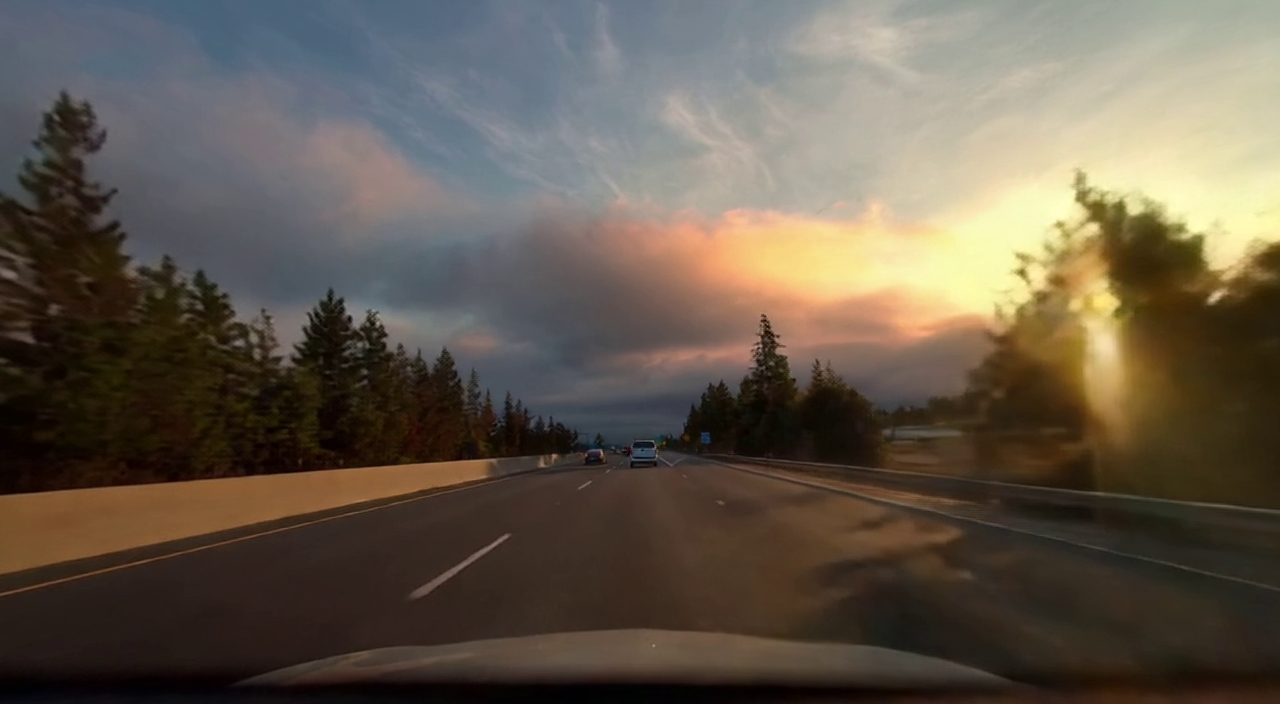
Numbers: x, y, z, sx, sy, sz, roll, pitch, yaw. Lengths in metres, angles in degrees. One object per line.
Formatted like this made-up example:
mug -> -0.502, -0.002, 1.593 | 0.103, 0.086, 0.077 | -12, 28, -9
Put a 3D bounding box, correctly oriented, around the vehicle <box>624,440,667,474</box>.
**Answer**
vehicle -> 0.285, 5.651, 33.985 | 2.172, 1.687, 3.929 | 0, -9, 0
